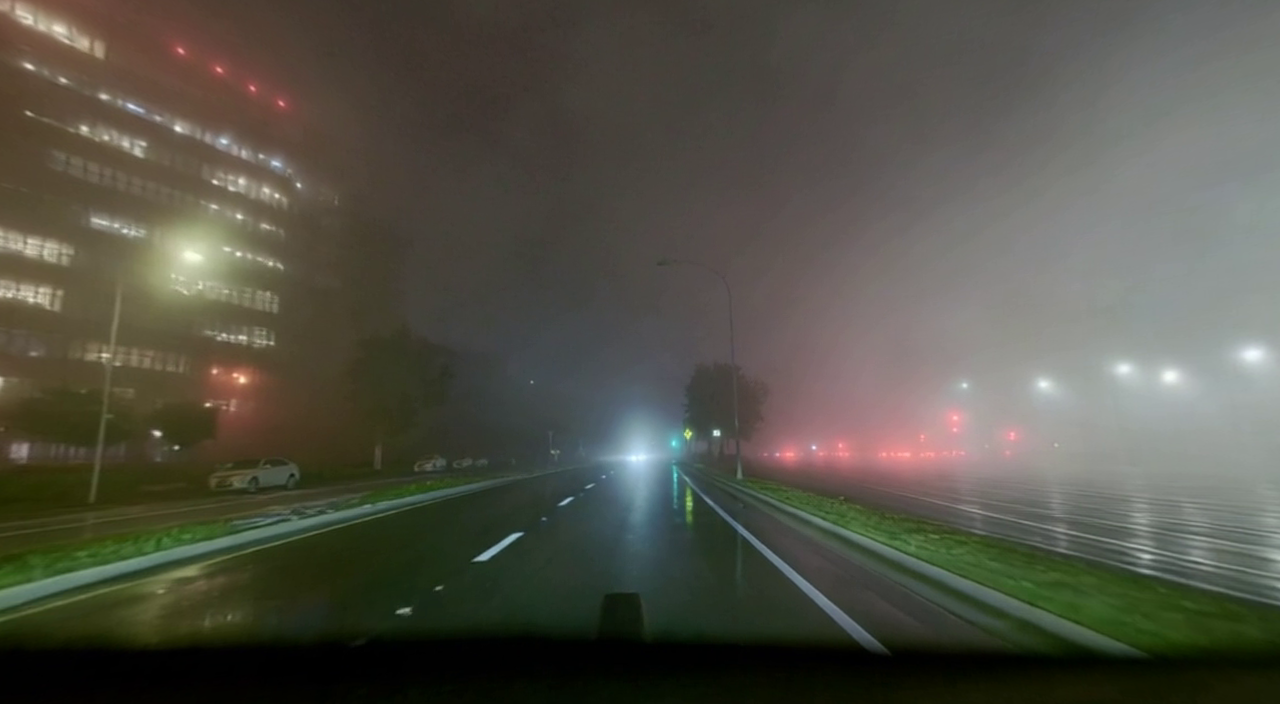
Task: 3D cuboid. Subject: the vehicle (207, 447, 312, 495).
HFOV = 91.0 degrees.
[{"bbox_3d":[-18.745,5.843,31.389,2.047,1.914,5.061,-3,-7,1],"label":"vehicle"}]
